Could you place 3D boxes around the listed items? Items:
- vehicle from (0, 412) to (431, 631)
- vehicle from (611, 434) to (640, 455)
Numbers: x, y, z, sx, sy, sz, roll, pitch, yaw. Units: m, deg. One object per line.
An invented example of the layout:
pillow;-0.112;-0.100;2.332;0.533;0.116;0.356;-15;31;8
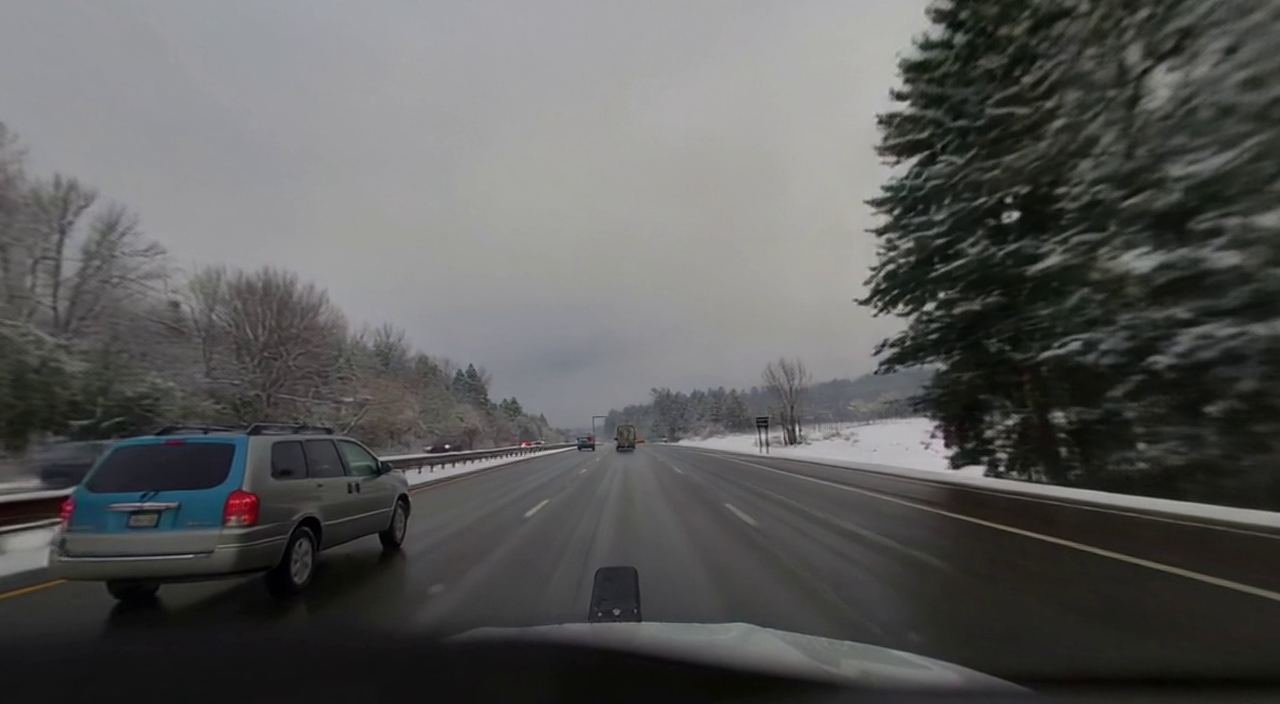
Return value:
vehicle;-3.786;1.441;6.426;1.931;1.483;4.105;0;-8;-1
vehicle;-1.105;7.295;49.812;2.162;1.616;4.242;0;-8;-1
